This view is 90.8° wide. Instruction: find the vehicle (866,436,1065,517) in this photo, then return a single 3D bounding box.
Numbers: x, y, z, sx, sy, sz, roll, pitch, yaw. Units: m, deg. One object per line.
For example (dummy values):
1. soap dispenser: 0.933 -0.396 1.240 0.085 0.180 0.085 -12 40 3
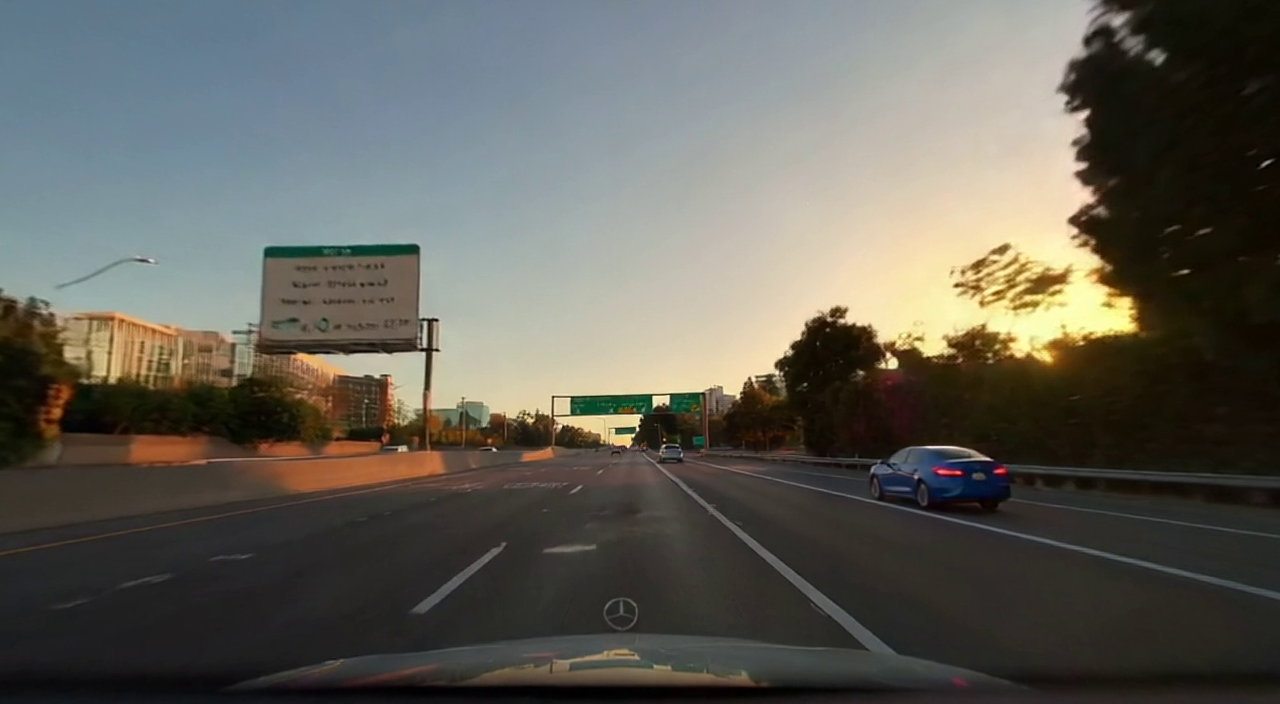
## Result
1. vehicle: 6.923 2.641 14.114 1.958 1.498 4.447 1 -8 -2
